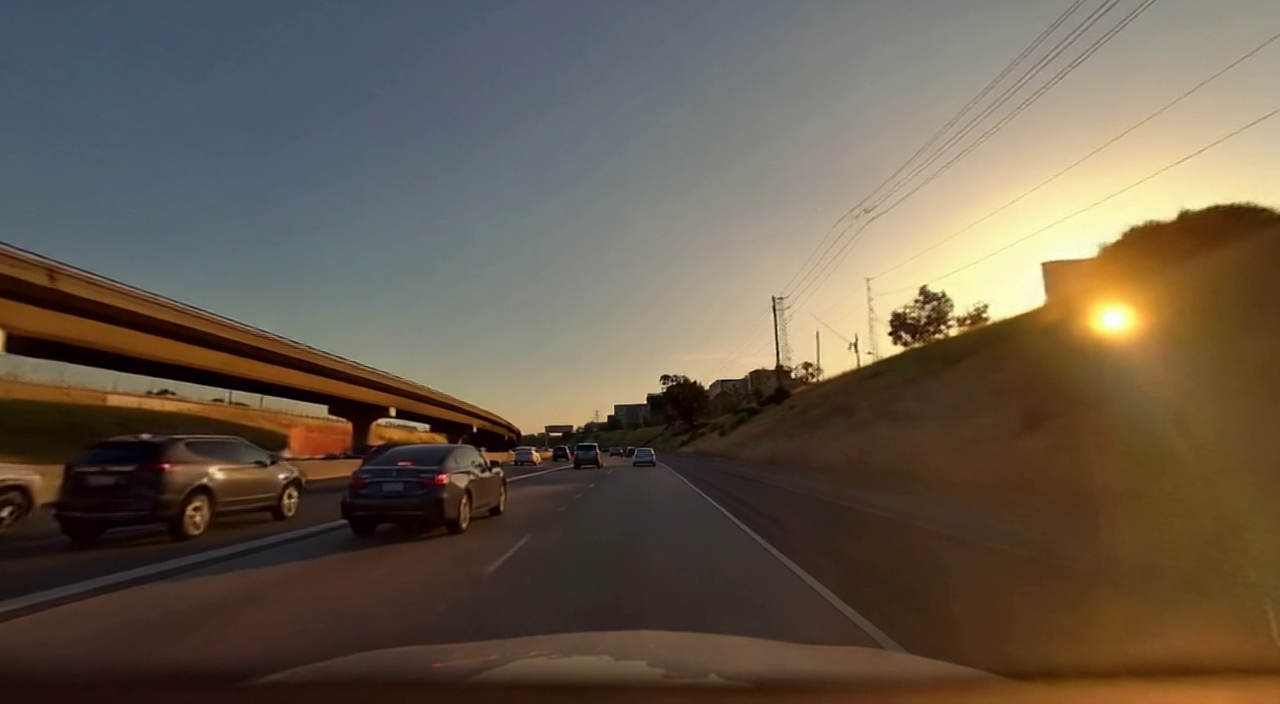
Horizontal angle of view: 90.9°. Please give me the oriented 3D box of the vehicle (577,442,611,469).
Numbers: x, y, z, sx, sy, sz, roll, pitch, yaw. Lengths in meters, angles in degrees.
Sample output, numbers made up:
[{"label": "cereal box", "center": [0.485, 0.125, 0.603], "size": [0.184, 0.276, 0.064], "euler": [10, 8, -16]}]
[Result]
[{"label": "vehicle", "center": [-3.229, 7.392, 45.160], "size": [2.093, 1.831, 4.712], "euler": [0, -8, 0]}]

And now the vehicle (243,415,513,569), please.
[{"label": "vehicle", "center": [-3.428, 1.909, 9.427], "size": [2.052, 1.731, 4.372], "euler": [0, -8, 1]}]

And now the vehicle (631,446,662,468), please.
[{"label": "vehicle", "center": [0.399, 7.241, 43.681], "size": [2.074, 1.465, 3.977], "euler": [0, -8, -1]}]

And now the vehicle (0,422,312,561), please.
[{"label": "vehicle", "center": [-7.227, 1.985, 9.743], "size": [1.959, 1.652, 4.170], "euler": [0, -8, 1]}]

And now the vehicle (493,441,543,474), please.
[{"label": "vehicle", "center": [-7.252, 6.303, 37.880], "size": [2.084, 1.815, 4.406], "euler": [0, -8, 1]}]
